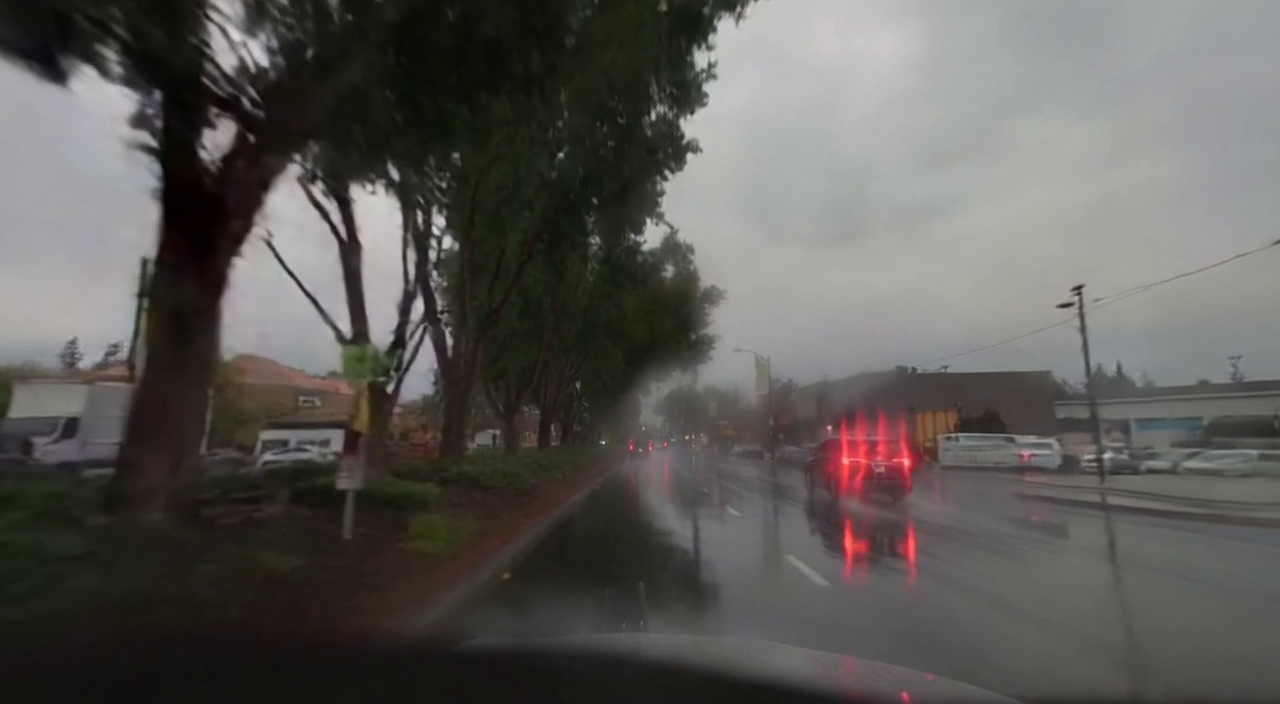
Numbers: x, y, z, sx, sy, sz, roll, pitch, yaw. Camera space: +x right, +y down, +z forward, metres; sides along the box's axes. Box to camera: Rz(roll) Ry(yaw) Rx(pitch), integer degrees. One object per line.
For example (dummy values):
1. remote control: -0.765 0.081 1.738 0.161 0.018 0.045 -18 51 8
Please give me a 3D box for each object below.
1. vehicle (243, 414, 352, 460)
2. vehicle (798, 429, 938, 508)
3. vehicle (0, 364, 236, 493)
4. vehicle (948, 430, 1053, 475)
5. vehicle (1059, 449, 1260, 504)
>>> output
1. vehicle: -25.805 6.439 47.797 6.540 3.375 2.751 0 -8 0
2. vehicle: 5.340 2.762 15.392 2.072 1.669 3.836 0 -8 2
3. vehicle: -18.826 2.812 22.567 3.086 3.767 8.298 0 -8 0
4. vehicle: 17.275 4.775 30.116 5.554 1.937 2.486 7 -11 -40
5. vehicle: 17.185 4.065 21.095 1.924 1.561 4.849 8 -11 -42
